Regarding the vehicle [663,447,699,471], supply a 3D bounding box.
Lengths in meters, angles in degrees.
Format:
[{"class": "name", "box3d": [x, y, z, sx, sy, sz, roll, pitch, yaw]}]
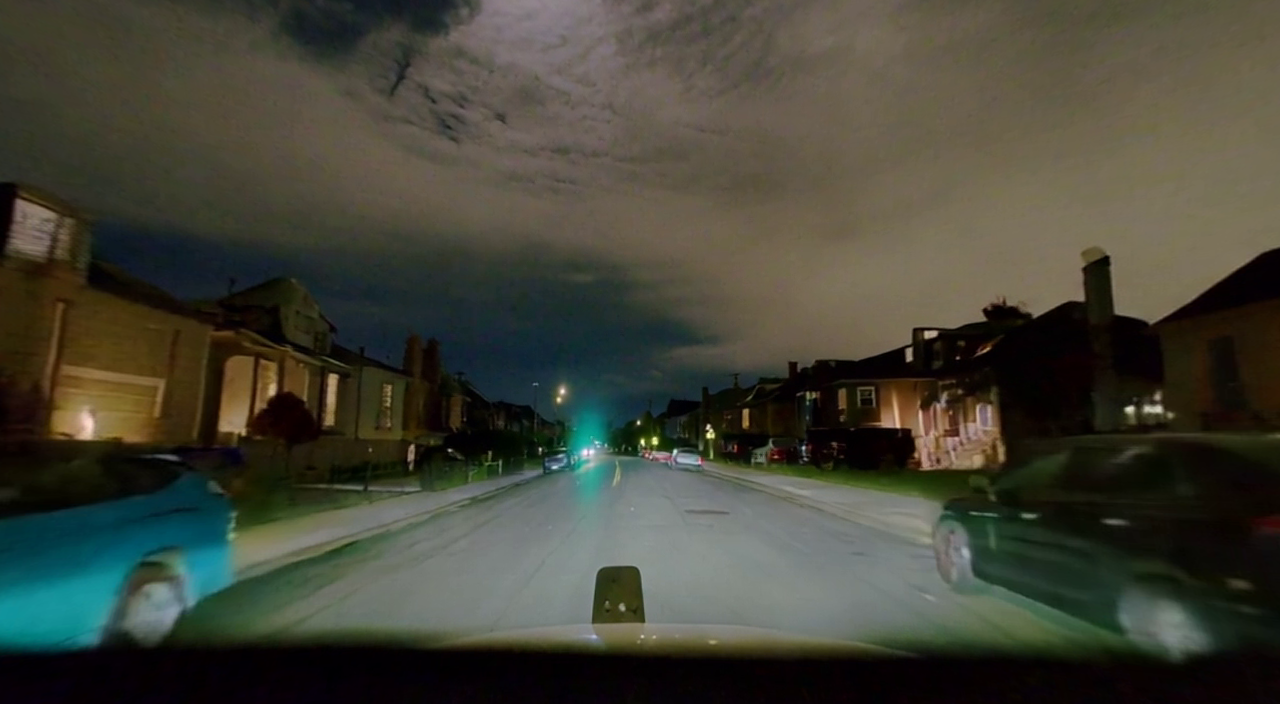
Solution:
[{"class": "vehicle", "box3d": [2.707, 7.162, 42.321, 1.869, 1.458, 4.324, 0, -9, -3]}]

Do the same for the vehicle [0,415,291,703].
[{"class": "vehicle", "box3d": [-3.842, 1.018, 2.749, 2.089, 1.508, 4.537, 2, -7, -1]}]

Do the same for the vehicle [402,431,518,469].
[{"class": "vehicle", "box3d": [-9.938, 5.461, 35.190, 5.843, 1.985, 2.294, 1, -9, -6]}]

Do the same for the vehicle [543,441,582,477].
[{"class": "vehicle", "box3d": [-4.885, 6.755, 40.164, 2.230, 1.782, 4.628, 0, -4, -4]}]

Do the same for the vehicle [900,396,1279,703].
[{"class": "vehicle", "box3d": [3.729, 1.193, 4.252, 2.077, 1.512, 4.513, 0, -9, 1]}]

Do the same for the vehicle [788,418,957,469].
[{"class": "vehicle", "box3d": [9.089, 3.634, 24.980, 5.799, 1.927, 2.214, 0, -8, -1]}]
